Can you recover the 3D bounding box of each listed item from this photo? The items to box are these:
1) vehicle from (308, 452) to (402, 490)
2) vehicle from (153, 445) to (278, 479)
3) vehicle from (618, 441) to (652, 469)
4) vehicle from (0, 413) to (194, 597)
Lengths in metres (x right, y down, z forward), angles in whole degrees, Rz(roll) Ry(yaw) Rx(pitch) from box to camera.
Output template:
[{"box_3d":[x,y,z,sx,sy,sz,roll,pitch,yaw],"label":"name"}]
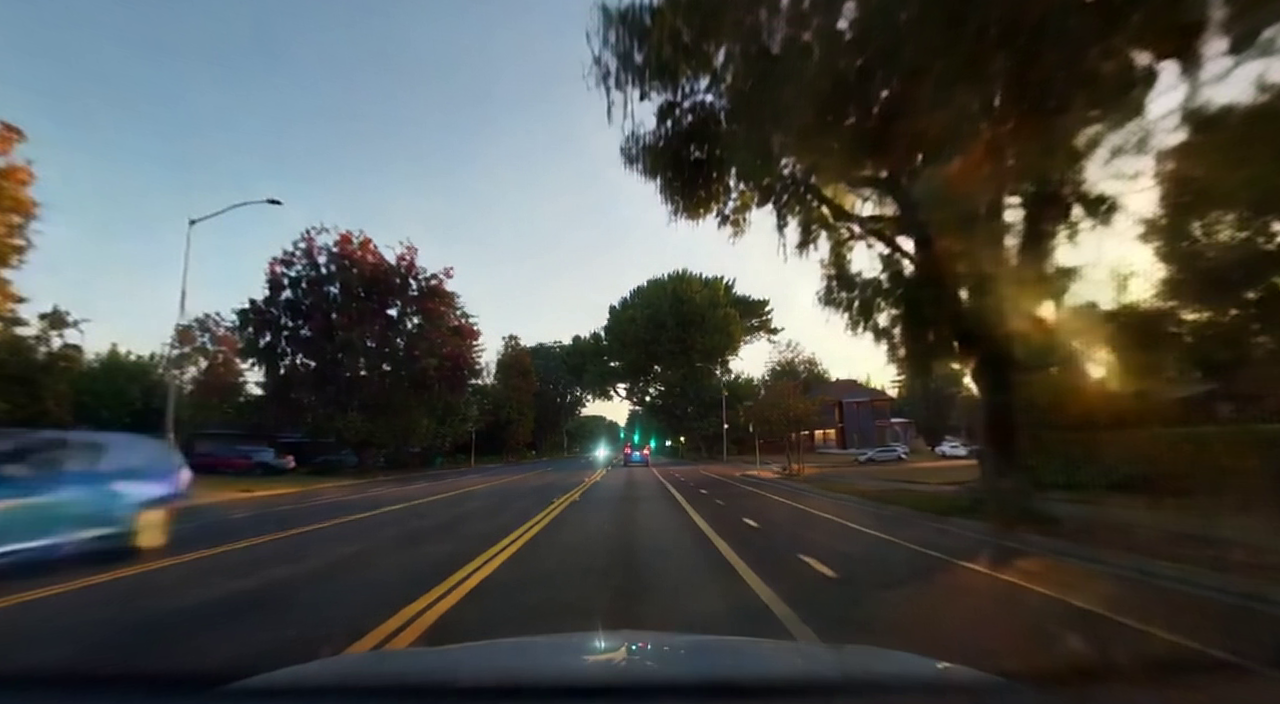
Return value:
[{"box_3d":[-12.424,5.207,27.918,2.090,1.478,4.376,0,-8,1],"label":"vehicle"},{"box_3d":[-21.106,5.474,31.542,4.773,1.625,1.933,0,-8,-2],"label":"vehicle"},{"box_3d":[-0.310,7.063,43.603,2.230,1.827,4.298,0,-8,0],"label":"vehicle"},{"box_3d":[-7.069,1.494,6.310,2.065,1.719,4.265,0,-8,0],"label":"vehicle"}]
